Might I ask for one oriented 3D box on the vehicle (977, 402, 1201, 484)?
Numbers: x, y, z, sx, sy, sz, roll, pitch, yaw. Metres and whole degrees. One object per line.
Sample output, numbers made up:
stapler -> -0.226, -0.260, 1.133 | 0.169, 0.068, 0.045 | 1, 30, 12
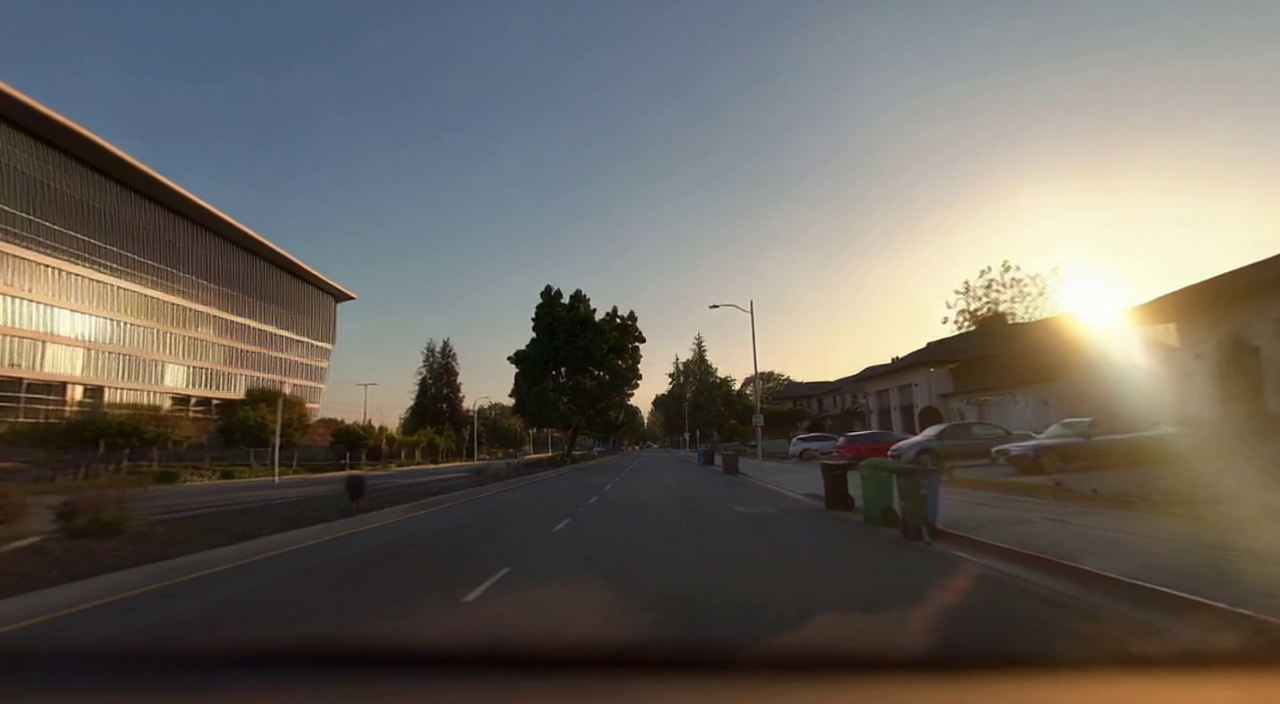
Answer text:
vehicle -> 12.133, 2.491, 17.306 | 4.478, 1.578, 1.944 | -7, -9, 2

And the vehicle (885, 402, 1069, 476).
vehicle -> 12.122, 3.195, 22.975 | 5.330, 1.917, 2.001 | -7, -10, 1

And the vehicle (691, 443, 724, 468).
vehicle -> 5.198, 8.037, 49.157 | 2.078, 1.771, 5.174 | 0, -8, 0
